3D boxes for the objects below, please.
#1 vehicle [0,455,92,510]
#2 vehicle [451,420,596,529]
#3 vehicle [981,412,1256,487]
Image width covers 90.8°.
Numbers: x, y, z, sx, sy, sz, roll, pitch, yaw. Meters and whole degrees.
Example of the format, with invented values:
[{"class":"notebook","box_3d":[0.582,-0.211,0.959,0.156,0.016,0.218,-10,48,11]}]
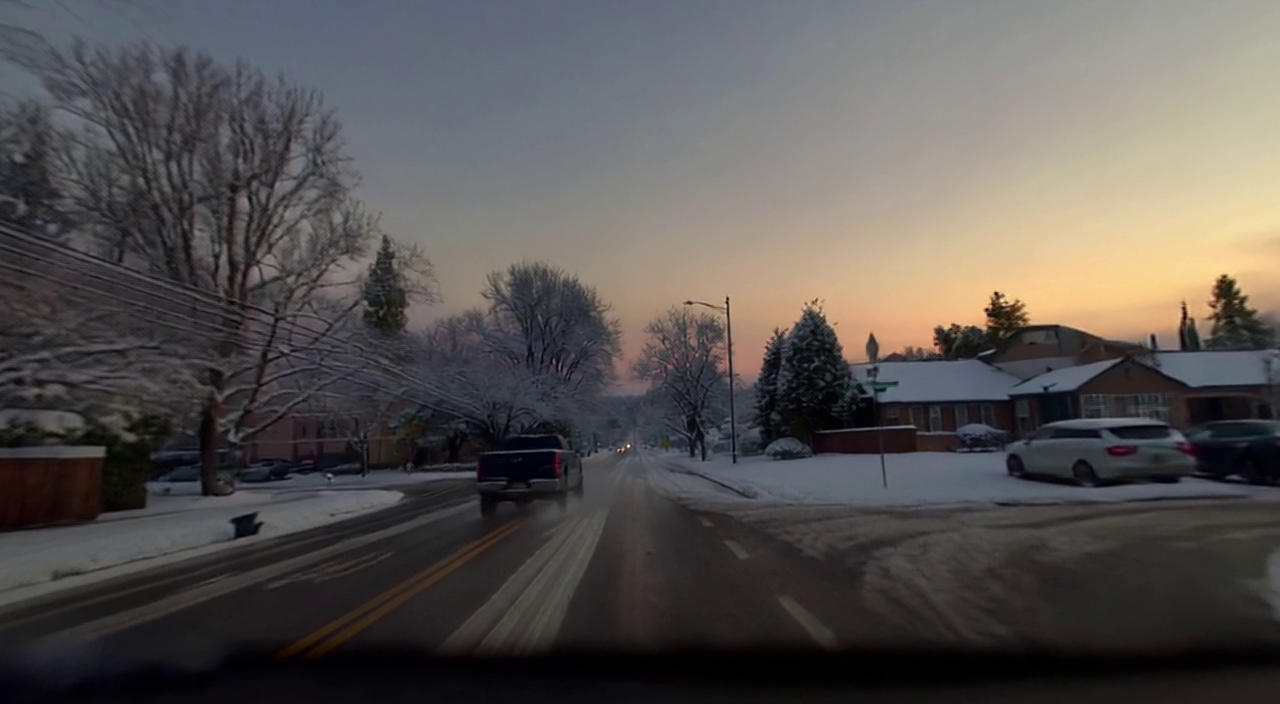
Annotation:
[{"class":"vehicle","box_3d":[-22.267,4.538,22.116,4.177,1.792,2.166,5,-10,-31]},{"class":"vehicle","box_3d":[-2.359,2.657,14.272,2.210,2.023,4.663,0,-9,2]},{"class":"vehicle","box_3d":[9.449,2.008,13.136,1.922,1.263,4.664,1,-9,-3]}]
